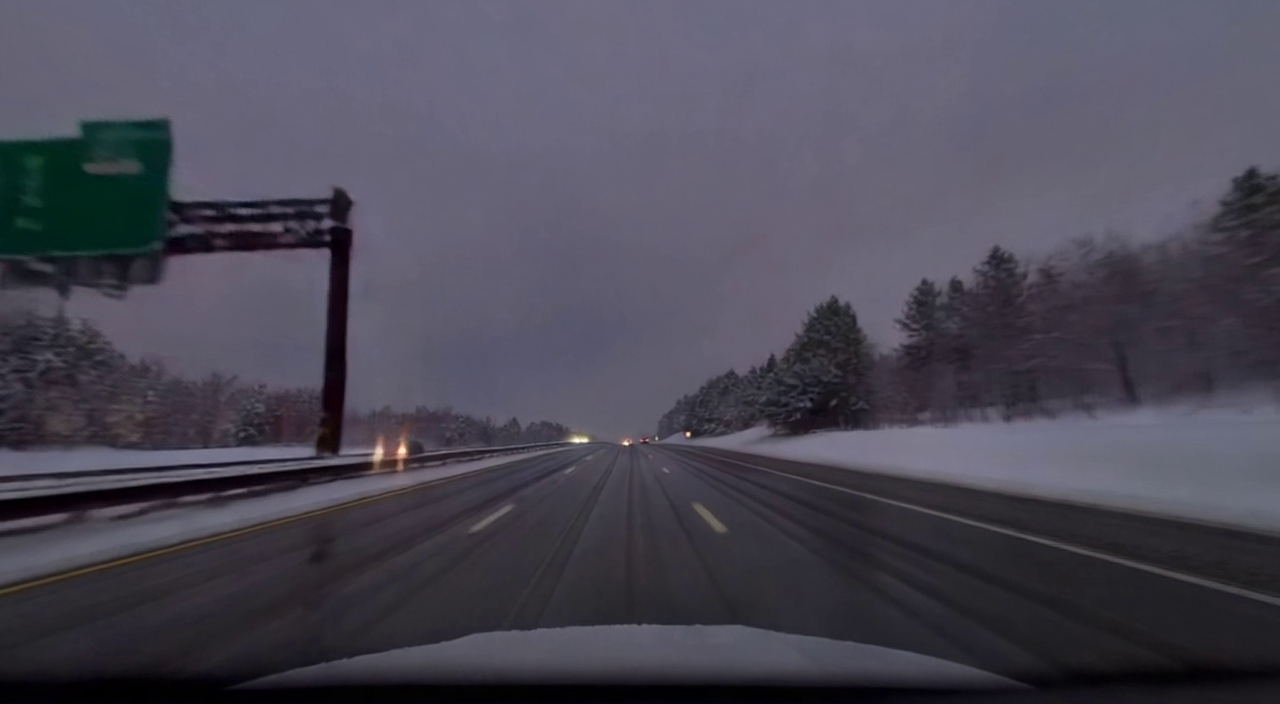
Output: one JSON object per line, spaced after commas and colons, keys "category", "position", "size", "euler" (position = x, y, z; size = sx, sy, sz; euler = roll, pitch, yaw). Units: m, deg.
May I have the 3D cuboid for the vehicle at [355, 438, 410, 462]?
{"category": "vehicle", "position": [-17.456, 6.633, 42.873], "size": [1.902, 1.512, 4.474], "euler": [0, -8, -1]}
